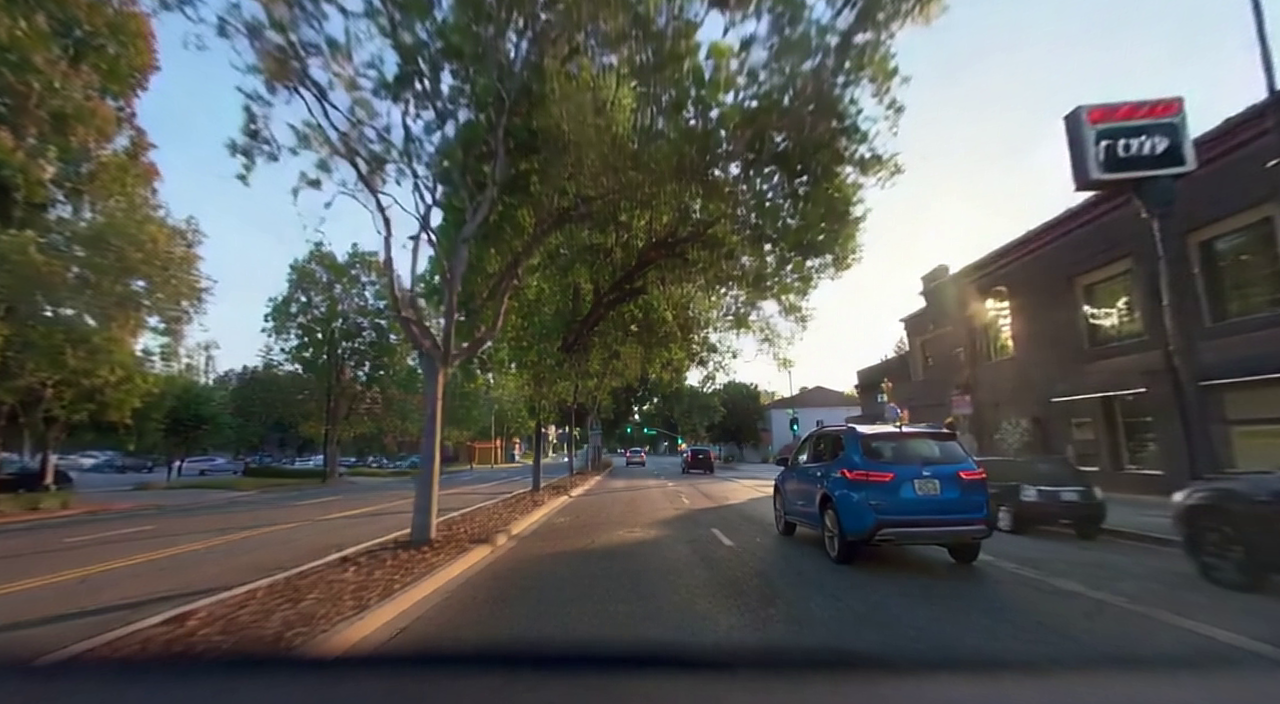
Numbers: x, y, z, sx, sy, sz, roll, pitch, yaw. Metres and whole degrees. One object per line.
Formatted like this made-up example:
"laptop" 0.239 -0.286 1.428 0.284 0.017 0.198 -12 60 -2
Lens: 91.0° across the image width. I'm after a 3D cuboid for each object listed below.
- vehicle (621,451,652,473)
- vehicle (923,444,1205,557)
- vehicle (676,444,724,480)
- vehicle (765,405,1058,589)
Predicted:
"vehicle" -0.234 7.731 44.566 2.131 1.474 4.146 0 -9 0
"vehicle" 7.225 2.525 11.506 1.901 1.620 4.565 0 -9 -1
"vehicle" 3.206 6.030 34.844 2.085 1.828 5.383 0 -9 0
"vehicle" 3.222 1.827 8.708 2.033 1.865 4.360 0 -9 -1
